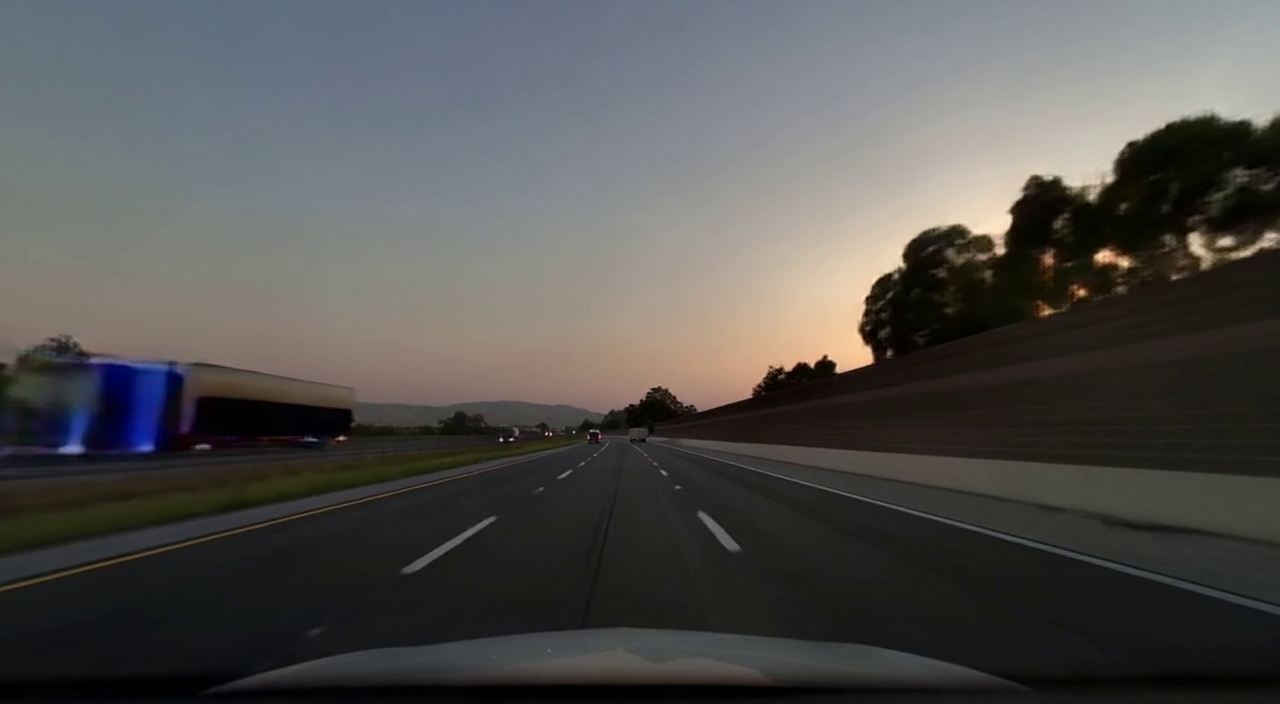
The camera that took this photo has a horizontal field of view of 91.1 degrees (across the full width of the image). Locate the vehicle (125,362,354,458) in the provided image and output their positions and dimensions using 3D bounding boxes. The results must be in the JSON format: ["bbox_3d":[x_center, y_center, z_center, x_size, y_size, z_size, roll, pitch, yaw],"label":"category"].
[{"bbox_3d":[-20.217,3.418,33.785,3.439,4.086,14.035,0,-8,-2],"label":"vehicle"}]

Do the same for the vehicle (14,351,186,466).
[{"bbox_3d":[-20.034,2.164,23.612,3.272,4.006,3.193,1,-7,0],"label":"vehicle"}]
